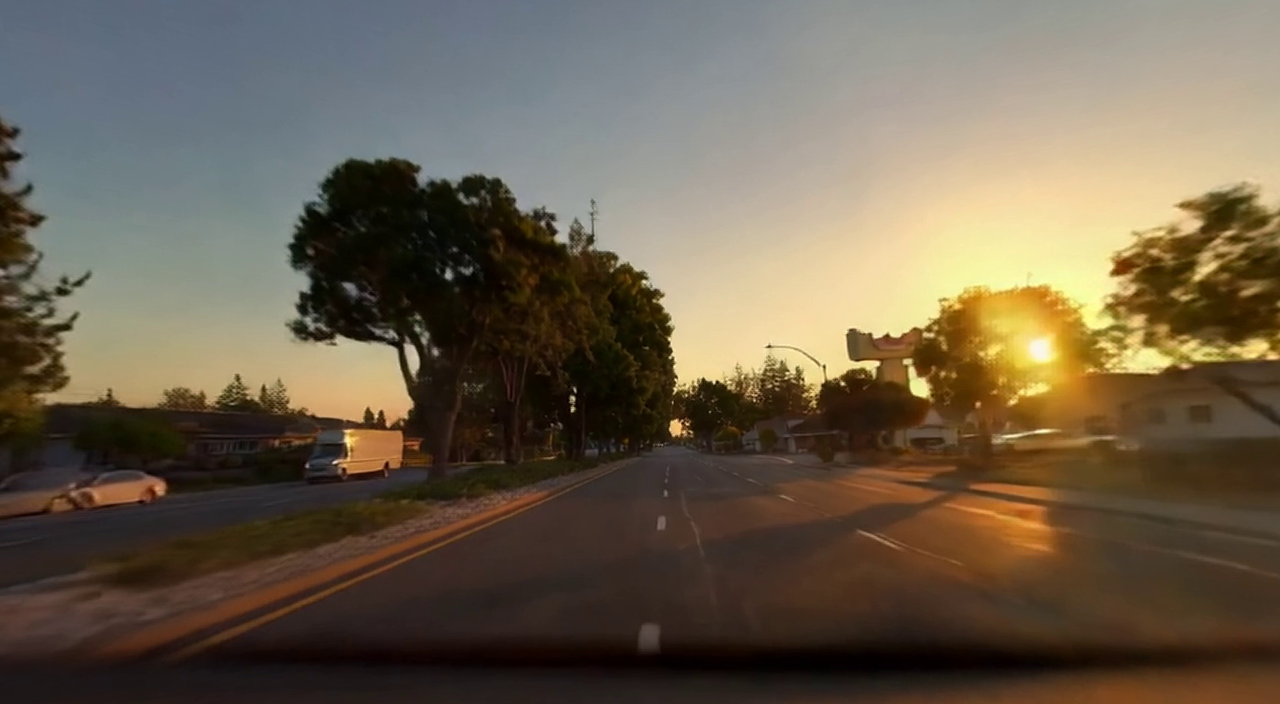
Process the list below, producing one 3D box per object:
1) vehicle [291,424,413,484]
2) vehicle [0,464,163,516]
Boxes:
[{"bbox_3d":[-18.756,6.747,42.052,2.898,3.487,9.955,0,-9,3],"label":"vehicle"},{"bbox_3d":[-19.615,4.777,22.184,1.820,1.459,4.559,0,-9,3],"label":"vehicle"}]
